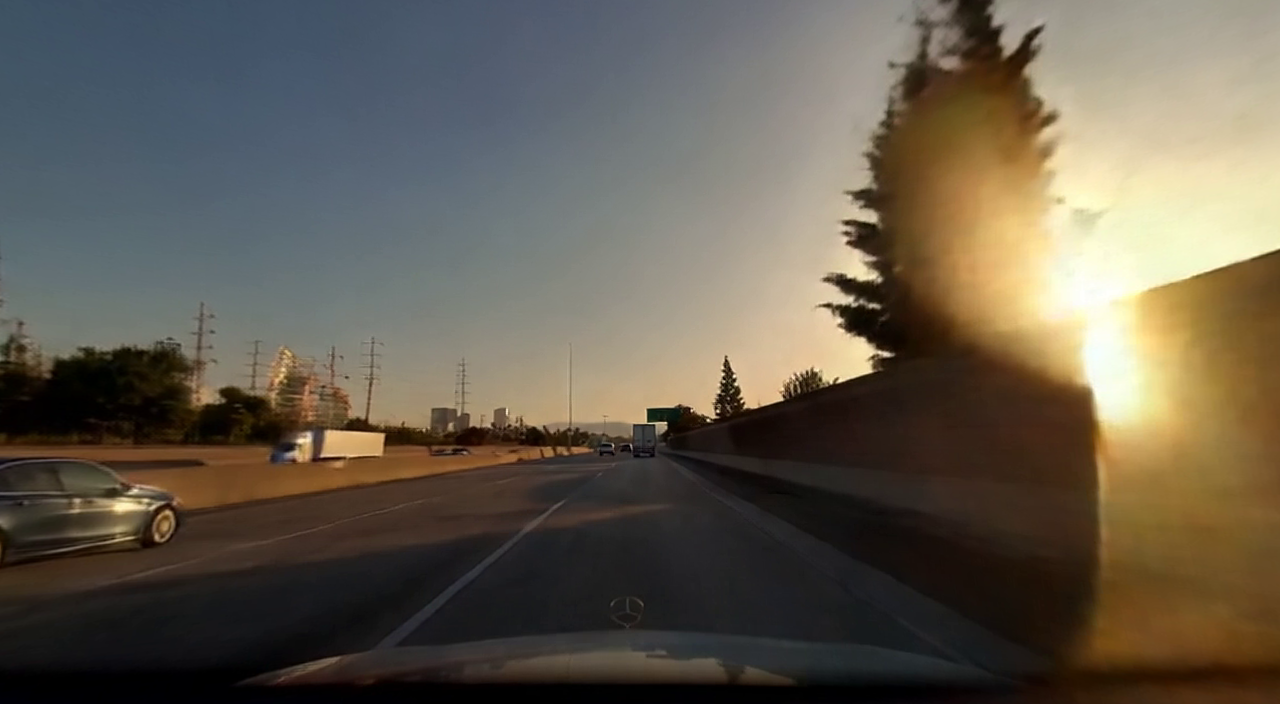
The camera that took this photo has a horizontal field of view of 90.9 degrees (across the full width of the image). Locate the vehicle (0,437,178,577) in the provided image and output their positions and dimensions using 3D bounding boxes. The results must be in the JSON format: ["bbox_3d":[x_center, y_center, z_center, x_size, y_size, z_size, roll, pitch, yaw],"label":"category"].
[{"bbox_3d":[-7.768,1.679,6.904,1.979,1.470,4.485,0,-8,1],"label":"vehicle"}]
